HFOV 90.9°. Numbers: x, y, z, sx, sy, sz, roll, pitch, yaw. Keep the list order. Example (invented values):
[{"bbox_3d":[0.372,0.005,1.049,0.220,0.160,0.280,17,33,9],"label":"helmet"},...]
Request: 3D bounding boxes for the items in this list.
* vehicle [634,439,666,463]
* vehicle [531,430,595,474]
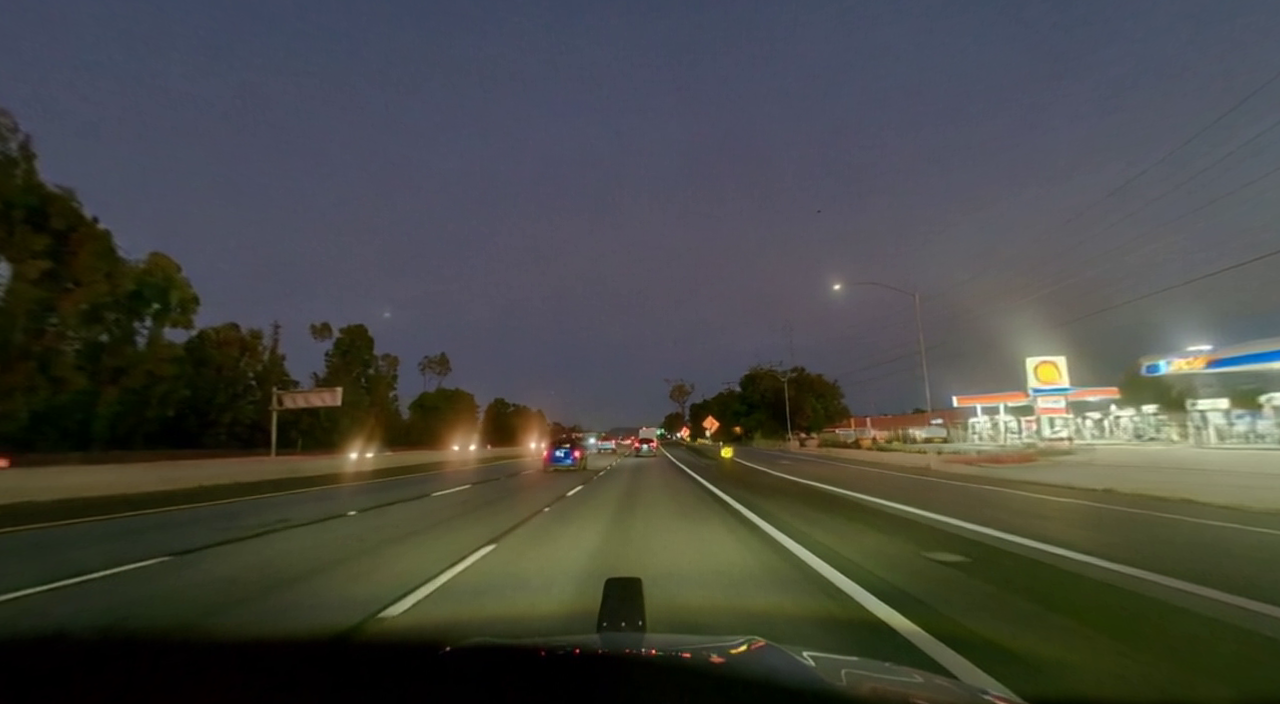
[{"bbox_3d":[0.597,6.515,41.577,1.982,1.524,3.800,0,-9,-1],"label":"vehicle"},{"bbox_3d":[-3.479,4.675,29.618,2.273,1.884,4.515,0,-9,2],"label":"vehicle"}]
